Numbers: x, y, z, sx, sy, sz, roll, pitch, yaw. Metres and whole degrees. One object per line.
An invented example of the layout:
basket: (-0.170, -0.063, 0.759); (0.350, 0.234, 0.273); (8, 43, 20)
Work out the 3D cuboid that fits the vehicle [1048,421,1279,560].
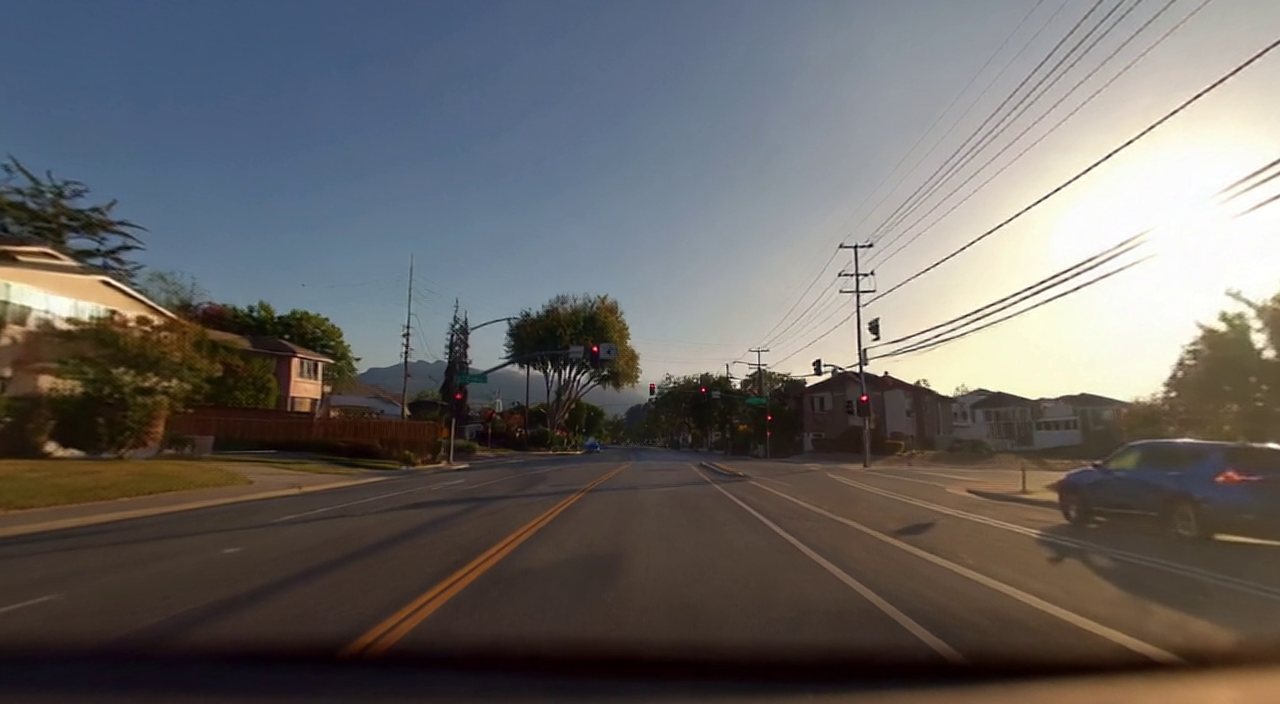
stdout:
vehicle: (9.422, 2.127, 10.428); (2.170, 1.771, 4.908); (0, -8, 3)
